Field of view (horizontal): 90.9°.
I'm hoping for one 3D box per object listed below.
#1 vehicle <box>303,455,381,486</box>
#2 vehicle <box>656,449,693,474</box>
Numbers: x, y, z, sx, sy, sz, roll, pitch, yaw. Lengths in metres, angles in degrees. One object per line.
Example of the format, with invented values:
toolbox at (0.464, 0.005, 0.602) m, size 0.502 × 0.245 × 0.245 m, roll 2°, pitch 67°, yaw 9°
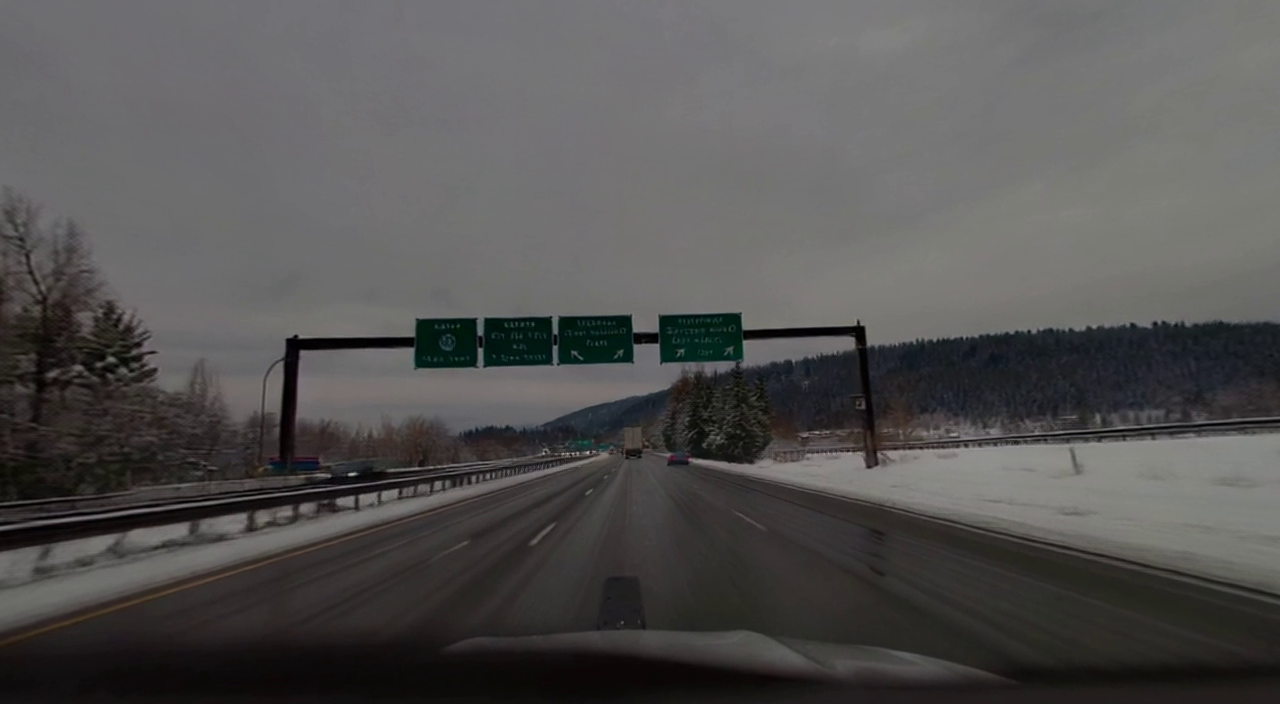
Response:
vehicle at (-15.140, 6.036, 32.321) m, size 2.042 × 1.446 × 4.317 m, roll 0°, pitch -9°, yaw -2°
vehicle at (2.089, 6.678, 38.650) m, size 2.036 × 1.457 × 3.471 m, roll 0°, pitch -9°, yaw -1°
